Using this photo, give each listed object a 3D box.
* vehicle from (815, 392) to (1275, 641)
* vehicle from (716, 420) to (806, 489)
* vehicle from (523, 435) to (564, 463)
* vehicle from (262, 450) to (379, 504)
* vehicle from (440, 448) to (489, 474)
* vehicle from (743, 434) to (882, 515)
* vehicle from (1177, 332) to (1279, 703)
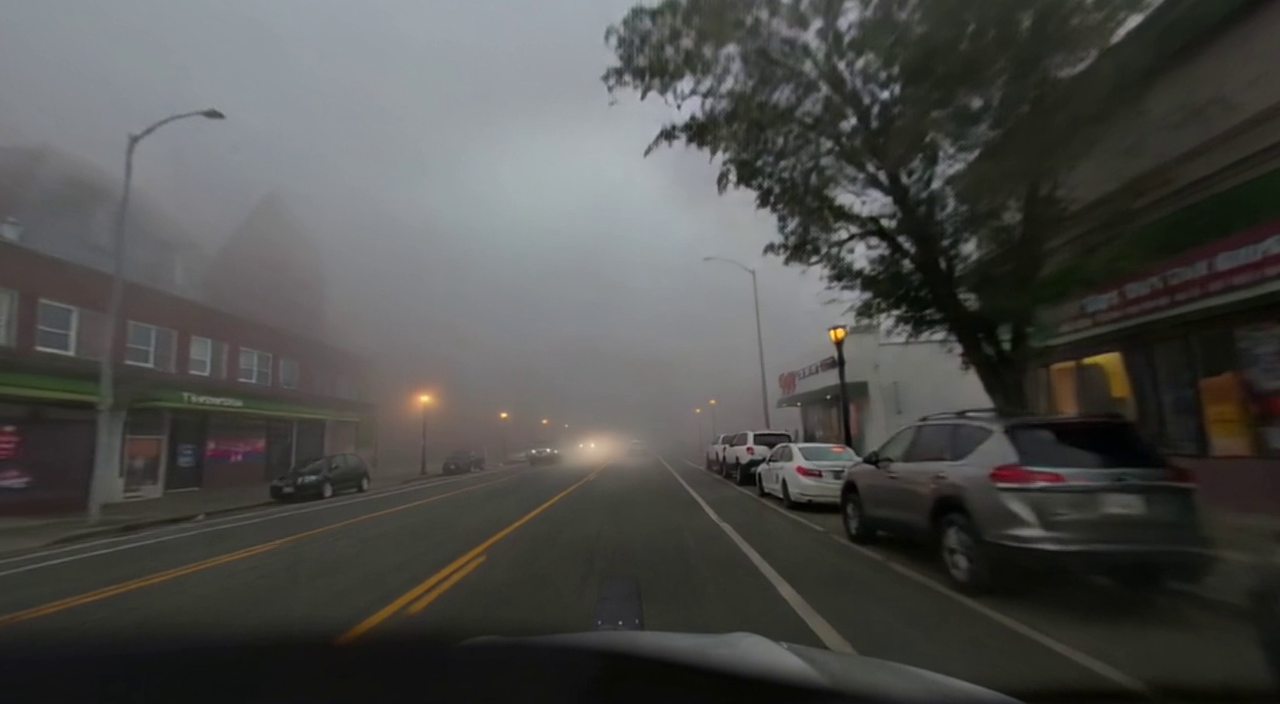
[{"bbox_3d":[3.840,1.644,7.544,2.132,1.889,5.213,0,-8,2],"label":"vehicle"},{"bbox_3d":[3.827,3.345,20.820,1.976,2.001,4.430,0,-8,-2],"label":"vehicle"},{"bbox_3d":[-6.658,6.743,44.048,2.044,1.839,4.512,0,-8,1],"label":"vehicle"},{"bbox_3d":[-10.784,4.220,21.682,1.930,1.621,3.853,0,-8,0],"label":"vehicle"},{"bbox_3d":[-10.528,6.558,38.232,1.846,1.463,4.206,0,-8,-1],"label":"vehicle"},{"bbox_3d":[3.874,2.851,15.138,1.876,1.468,4.672,-5,-9,-1],"label":"vehicle"},{"bbox_3d":[3.910,0.478,0.230,2.164,1.880,6.057,0,-8,1],"label":"vehicle"}]
